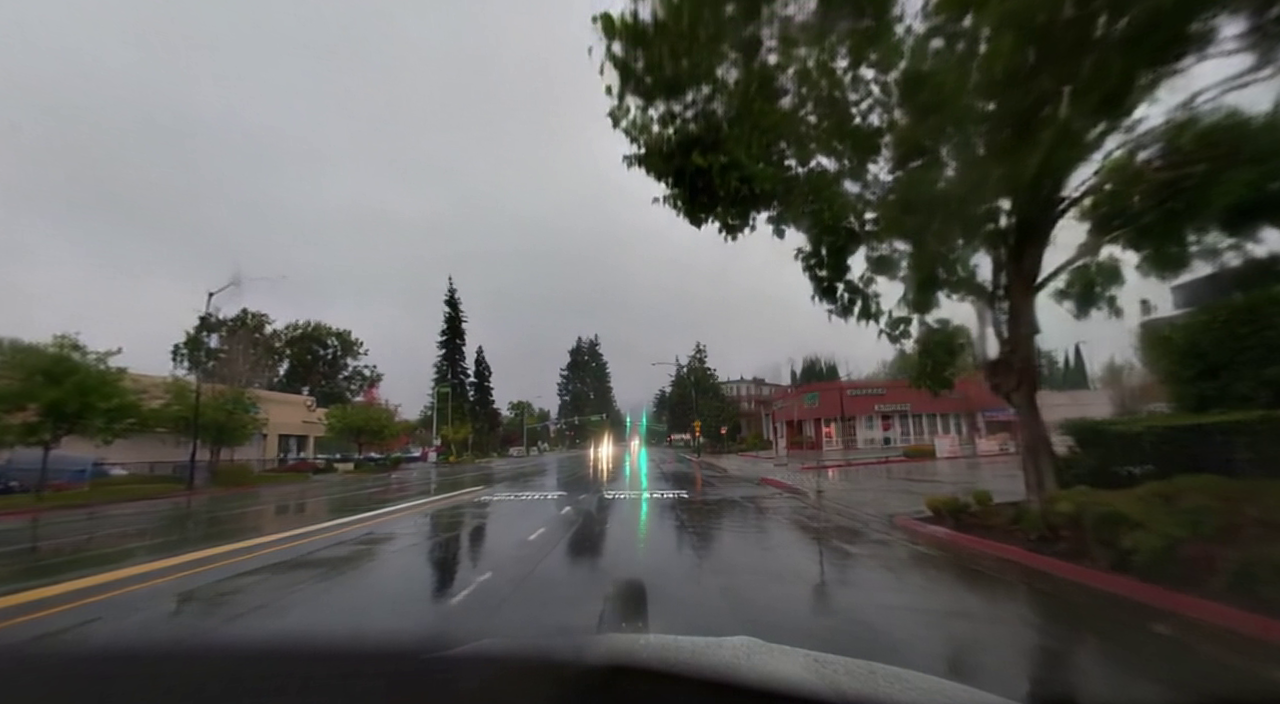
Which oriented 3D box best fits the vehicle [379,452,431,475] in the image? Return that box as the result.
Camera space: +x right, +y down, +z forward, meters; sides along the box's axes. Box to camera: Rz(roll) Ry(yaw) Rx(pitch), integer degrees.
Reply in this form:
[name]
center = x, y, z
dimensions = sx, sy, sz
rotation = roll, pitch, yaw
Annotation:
[vehicle]
center = -17.089, 8.092, 45.842
dimensions = 1.861, 1.541, 4.530
rotation = 0, -9, 2
